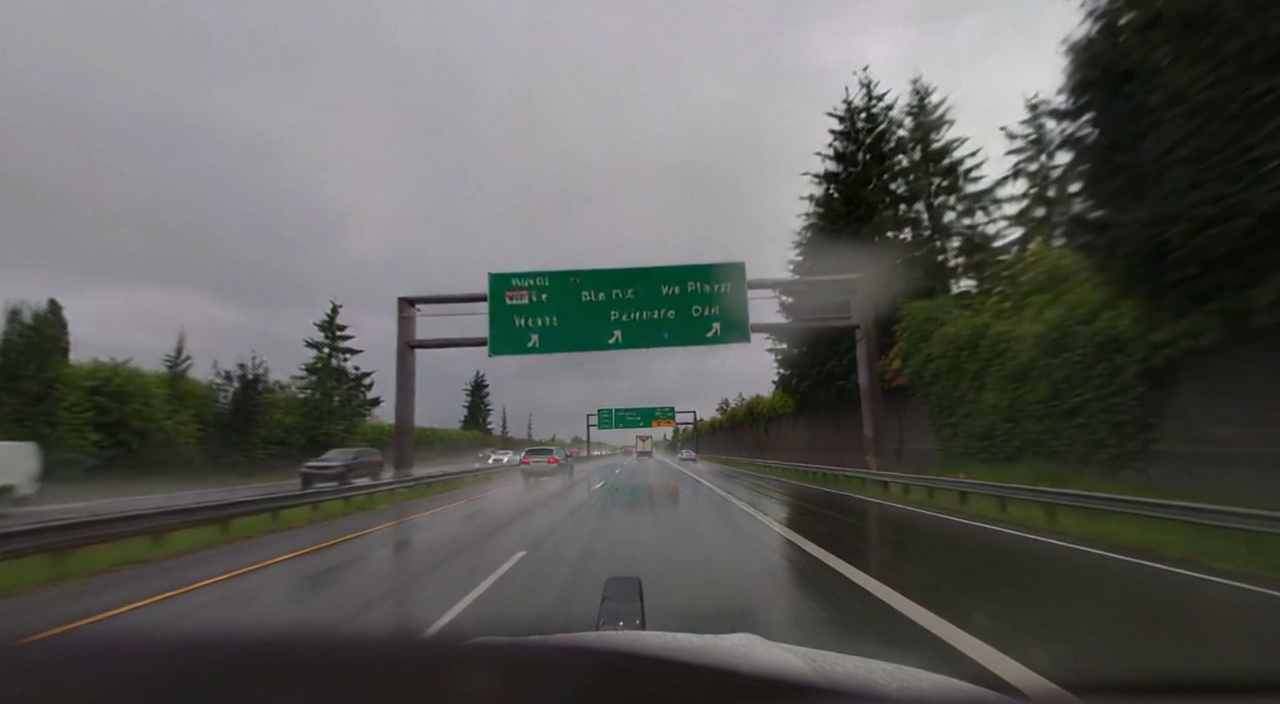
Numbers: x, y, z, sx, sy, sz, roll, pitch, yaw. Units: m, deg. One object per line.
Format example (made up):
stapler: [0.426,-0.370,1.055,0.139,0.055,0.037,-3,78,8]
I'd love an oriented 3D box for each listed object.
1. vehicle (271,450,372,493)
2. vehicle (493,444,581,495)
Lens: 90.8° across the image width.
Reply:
vehicle: [-11.960,4.473,23.980,1.752,1.444,3.929,0,-9,1]
vehicle: [-3.232,3.794,20.780,2.020,1.475,4.434,0,-9,2]
